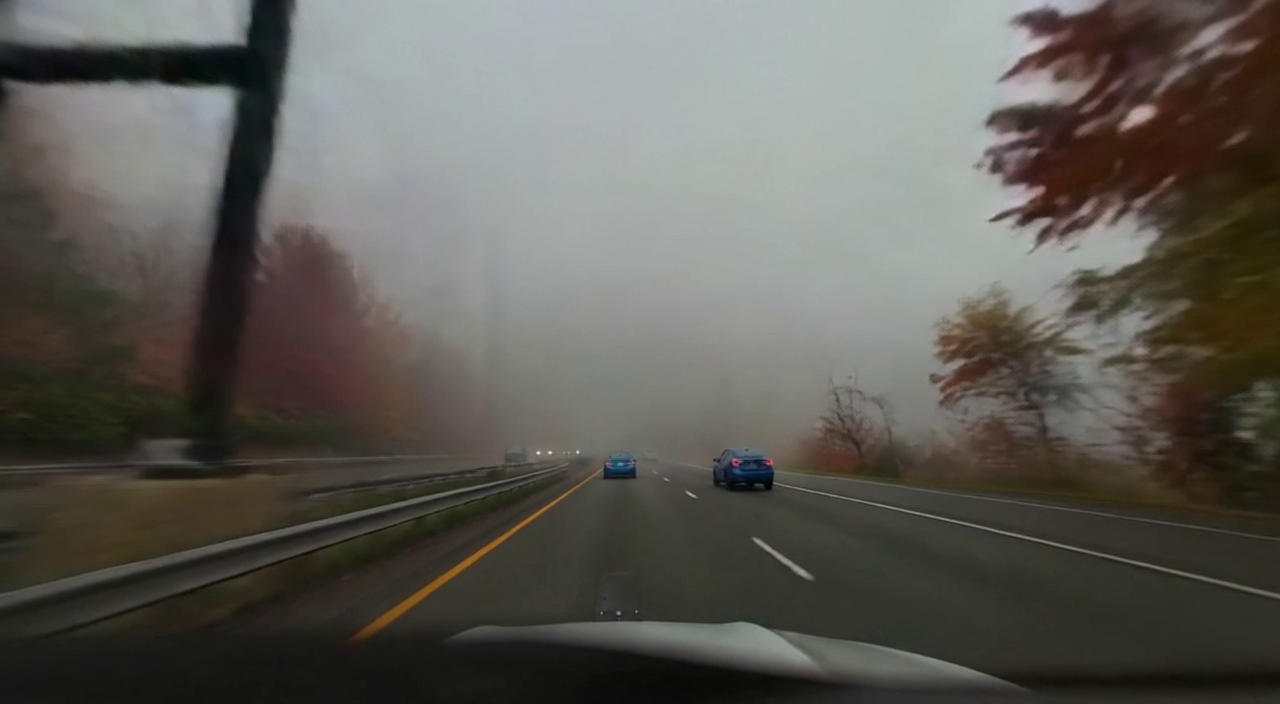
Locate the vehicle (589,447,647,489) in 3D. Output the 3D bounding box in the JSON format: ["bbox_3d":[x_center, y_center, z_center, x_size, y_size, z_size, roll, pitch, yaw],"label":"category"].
[{"bbox_3d":[-0.844,4.616,25.253,2.128,1.516,4.410,0,-9,-1],"label":"vehicle"}]

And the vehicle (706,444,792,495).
[{"bbox_3d":[3.723,4.110,22.288,2.300,1.595,4.144,-1,-9,0],"label":"vehicle"}]
